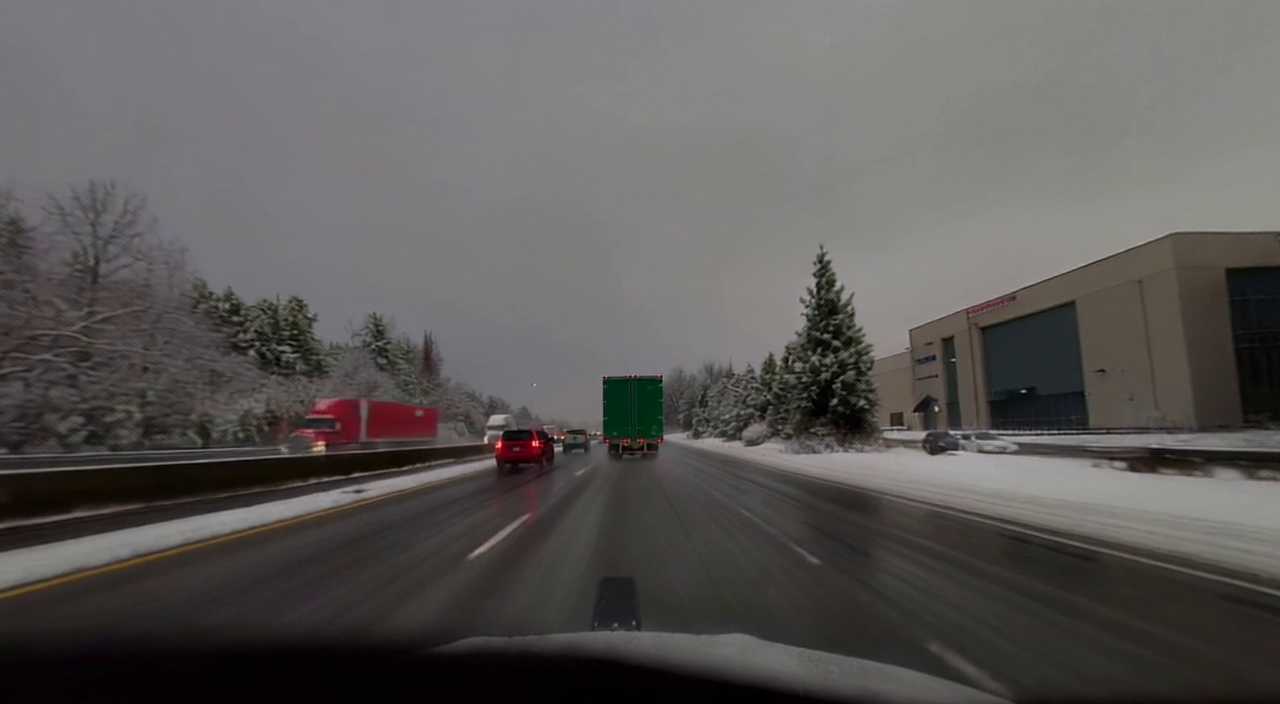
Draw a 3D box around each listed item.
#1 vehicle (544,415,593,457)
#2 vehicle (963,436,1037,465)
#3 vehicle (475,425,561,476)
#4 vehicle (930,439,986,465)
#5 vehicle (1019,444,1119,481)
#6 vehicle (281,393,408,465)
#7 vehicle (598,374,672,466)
[{"bbox_3d":[-4.998,6.028,45.182,2.717,2.714,6.997,0,-8,0],"label":"vehicle"},{"bbox_3d":[22.904,6.257,40.296,1.986,1.605,4.381,-2,-7,-2],"label":"vehicle"},{"bbox_3d":[-4.226,3.480,22.706,2.005,1.602,5.131,0,-8,1],"label":"vehicle"},{"bbox_3d":[22.840,7.178,45.447,1.699,1.625,4.494,-2,-8,0],"label":"vehicle"},{"bbox_3d":[22.866,5.880,33.820,1.857,1.744,4.828,0,-8,-2],"label":"vehicle"},{"bbox_3d":[-17.357,4.710,38.080,2.959,3.738,9.951,0,-8,-1],"label":"vehicle"},{"bbox_3d":[-0.342,3.688,33.124,3.259,4.066,9.891,0,-8,-1],"label":"vehicle"}]
